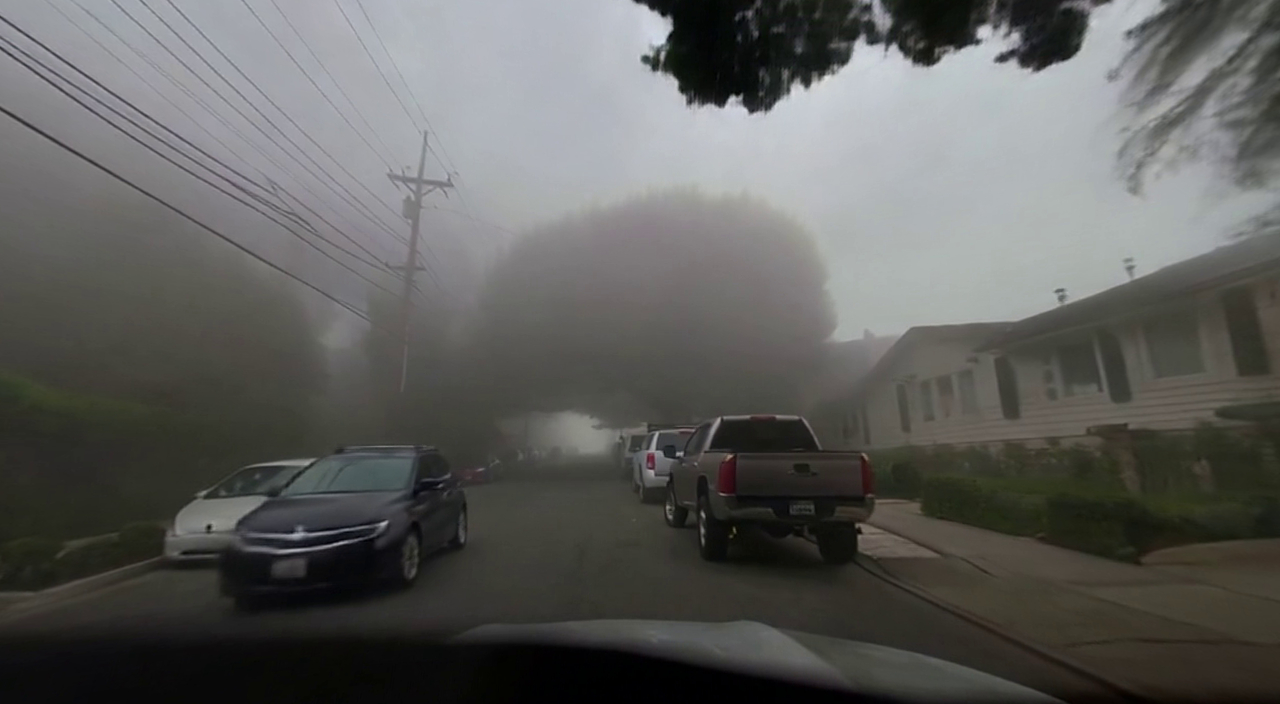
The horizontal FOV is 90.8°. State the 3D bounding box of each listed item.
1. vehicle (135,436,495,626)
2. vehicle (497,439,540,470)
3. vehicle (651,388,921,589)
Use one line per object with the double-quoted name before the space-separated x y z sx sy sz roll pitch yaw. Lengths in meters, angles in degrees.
"vehicle" -3.261 1.851 7.765 2.060 1.525 4.876 0 -8 -3
"vehicle" -8.186 6.924 42.953 2.280 1.953 5.092 0 -8 -4
"vehicle" 1.414 1.600 8.253 2.032 1.839 4.597 0 -8 -5
